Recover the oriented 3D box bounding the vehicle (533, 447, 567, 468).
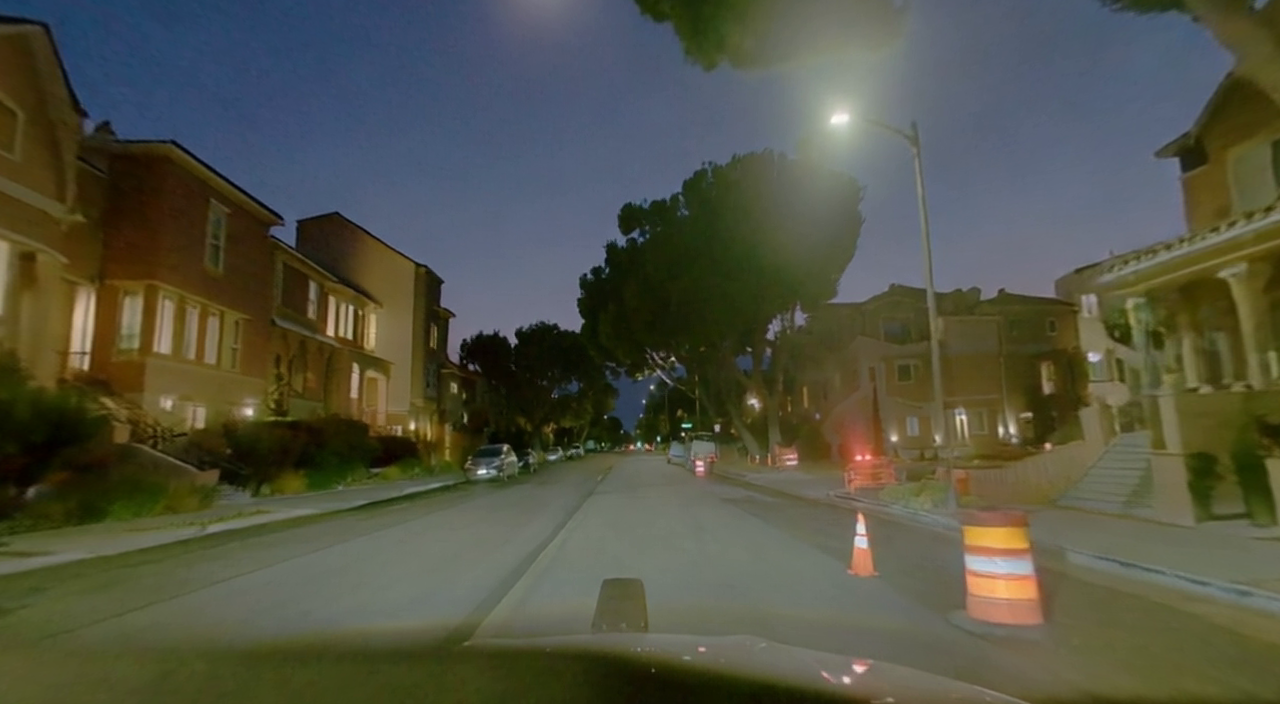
[{"bbox_3d":[-6.861,8.077,48.543,1.974,1.479,4.607,0,-9,0],"label":"vehicle"}]

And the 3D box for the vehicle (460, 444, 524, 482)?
[{"bbox_3d":[-6.724,5.078,29.187,1.957,1.608,4.476,0,-9,-1],"label":"vehicle"}]

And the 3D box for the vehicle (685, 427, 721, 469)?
[{"bbox_3d":[3.920,6.084,40.023,2.082,2.534,3.248,-1,-8,3],"label":"vehicle"}]
